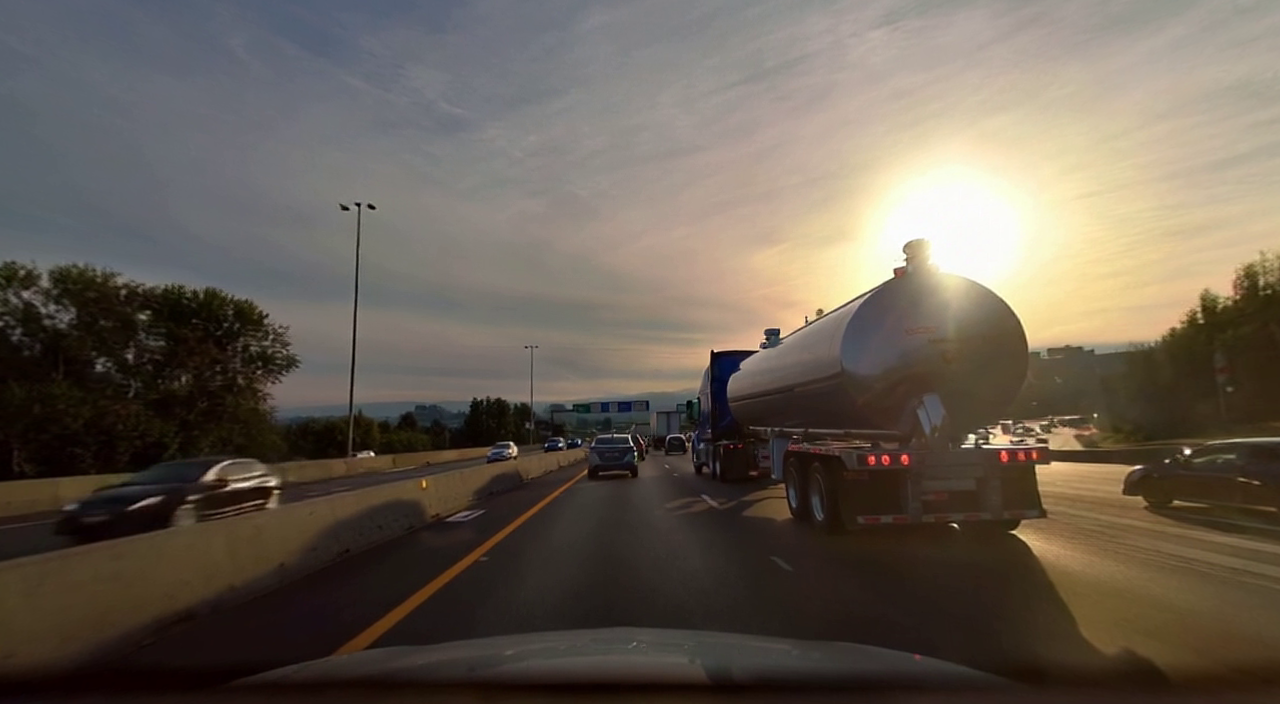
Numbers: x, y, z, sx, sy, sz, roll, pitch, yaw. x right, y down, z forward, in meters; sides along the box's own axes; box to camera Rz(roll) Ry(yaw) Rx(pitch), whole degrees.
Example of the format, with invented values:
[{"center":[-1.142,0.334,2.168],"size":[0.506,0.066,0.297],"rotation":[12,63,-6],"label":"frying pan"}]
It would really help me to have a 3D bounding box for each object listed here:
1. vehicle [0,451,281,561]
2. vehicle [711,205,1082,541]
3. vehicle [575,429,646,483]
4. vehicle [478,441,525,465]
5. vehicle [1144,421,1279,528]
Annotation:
[{"center":[-8.499,2.542,11.205],"size":[1.853,1.459,4.228],"rotation":[0,-8,-2],"label":"vehicle"},{"center":[3.441,0.805,11.929],"size":[2.826,3.905,9.262],"rotation":[0,-8,-2],"label":"vehicle"},{"center":[-0.849,3.165,19.510],"size":[2.000,1.510,3.518],"rotation":[0,-8,-1],"label":"vehicle"},{"center":[-9.609,7.010,44.007],"size":[2.161,1.495,4.774],"rotation":[0,-8,0],"label":"vehicle"},{"center":[9.794,1.744,9.078],"size":[1.739,1.471,3.889],"rotation":[0,-8,-2],"label":"vehicle"}]
